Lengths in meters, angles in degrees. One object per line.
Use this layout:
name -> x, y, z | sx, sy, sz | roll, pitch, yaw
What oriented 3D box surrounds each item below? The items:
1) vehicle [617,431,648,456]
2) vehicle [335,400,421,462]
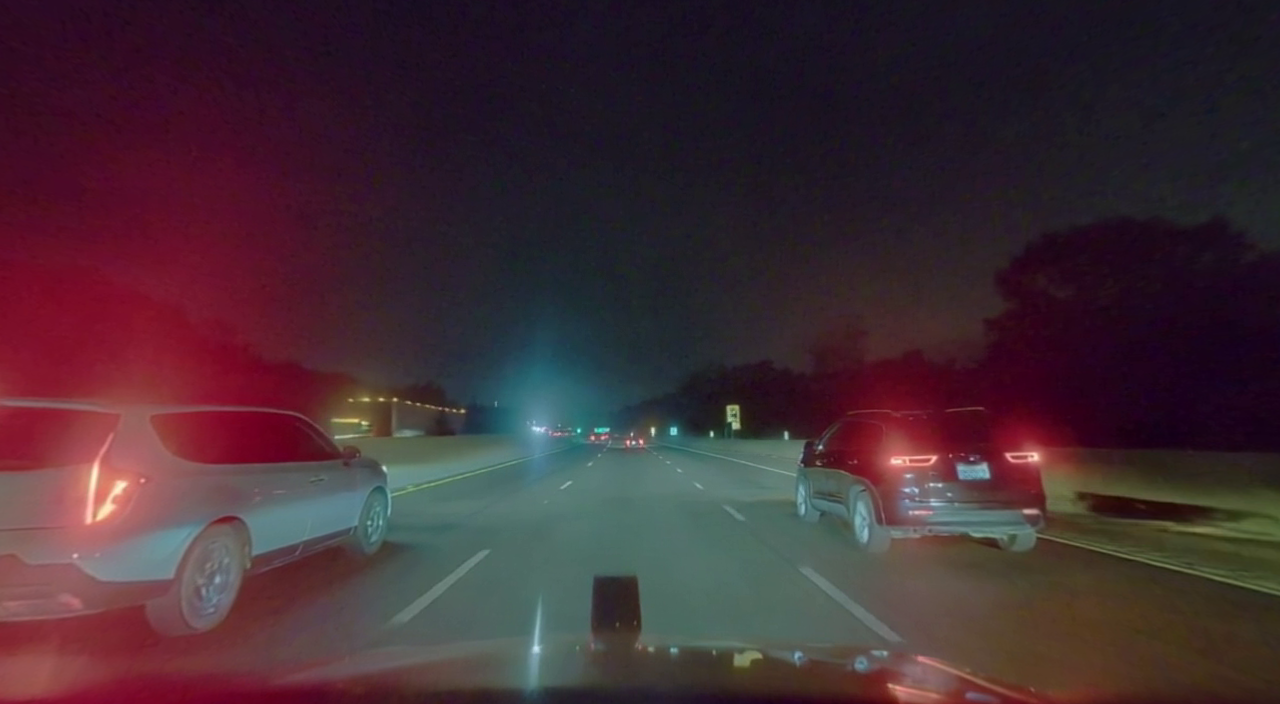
vehicle -> -0.560, 6.129, 42.410 | 1.984, 1.586, 3.866 | 0, -8, -2
vehicle -> -17.148, 5.248, 41.678 | 2.989, 3.797, 6.153 | 0, -8, -1
